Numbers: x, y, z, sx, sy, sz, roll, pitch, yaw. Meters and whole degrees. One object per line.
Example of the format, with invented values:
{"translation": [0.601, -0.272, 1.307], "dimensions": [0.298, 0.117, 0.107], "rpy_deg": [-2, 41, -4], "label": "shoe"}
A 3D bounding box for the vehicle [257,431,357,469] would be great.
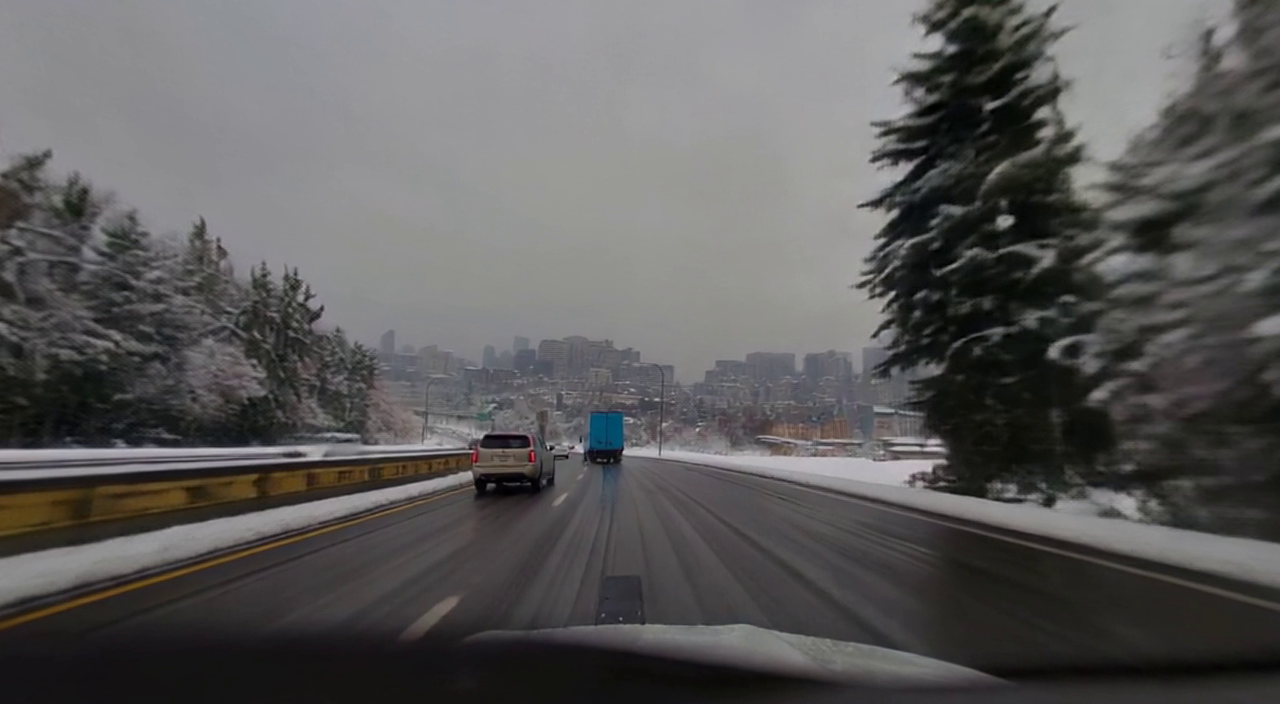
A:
{"translation": [-14.251, 4.246, 27.305], "dimensions": [1.938, 1.503, 4.661], "rpy_deg": [1, -9, -2], "label": "vehicle"}

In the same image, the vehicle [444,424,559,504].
{"translation": [-3.351, 2.813, 16.187], "dimensions": [2.041, 1.734, 4.391], "rpy_deg": [0, -9, -1], "label": "vehicle"}
